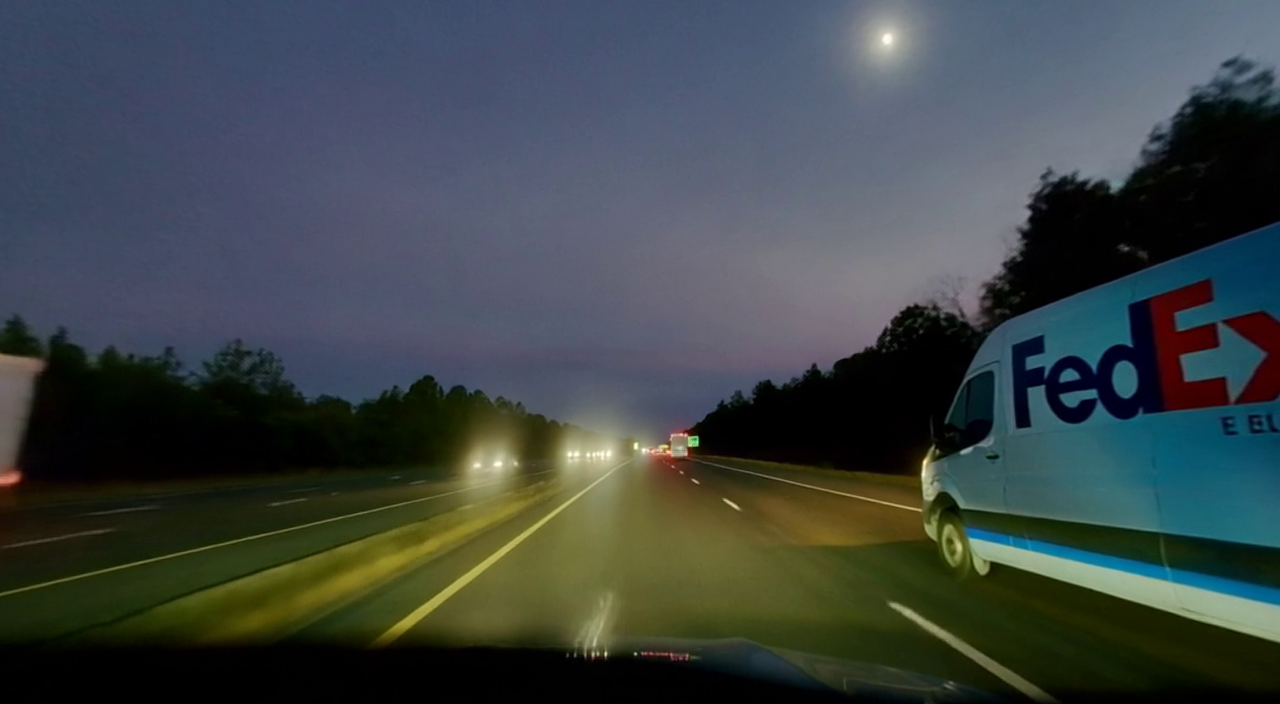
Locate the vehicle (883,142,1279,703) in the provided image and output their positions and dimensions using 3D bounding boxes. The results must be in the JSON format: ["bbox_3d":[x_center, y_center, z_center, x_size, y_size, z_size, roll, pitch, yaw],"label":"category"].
[{"bbox_3d":[3.886,0.582,3.565,2.522,2.556,6.180,0,-9,0],"label":"vehicle"}]

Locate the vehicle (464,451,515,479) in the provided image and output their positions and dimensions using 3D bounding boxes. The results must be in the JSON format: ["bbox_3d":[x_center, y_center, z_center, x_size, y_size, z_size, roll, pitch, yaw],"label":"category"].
[{"bbox_3d":[-8.388,6.324,35.366,1.820,1.445,3.746,-1,-9,2],"label":"vehicle"}]
